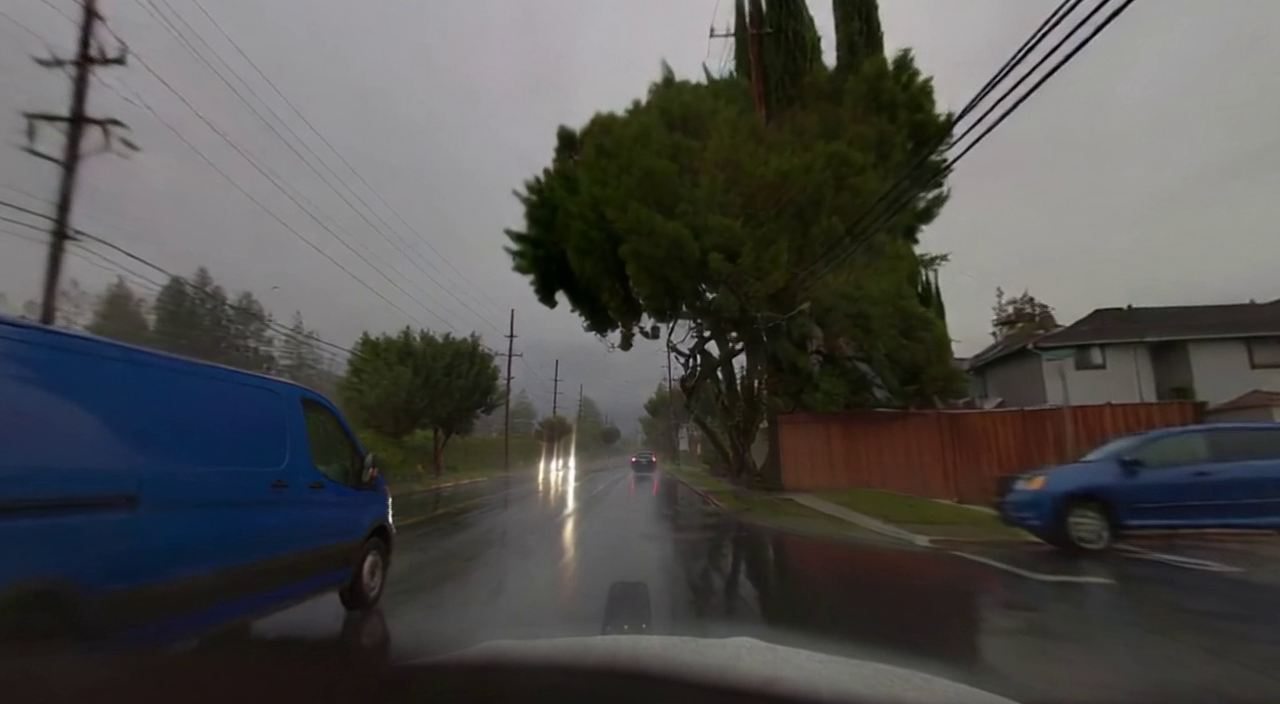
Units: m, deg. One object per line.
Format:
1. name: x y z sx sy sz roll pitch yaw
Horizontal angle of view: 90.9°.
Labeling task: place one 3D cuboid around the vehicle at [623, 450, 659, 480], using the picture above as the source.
1. vehicle: 0.075 7.103 39.831 2.120 1.718 3.909 0 -9 1

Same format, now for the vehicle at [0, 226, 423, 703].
1. vehicle: -3.431 0.848 3.534 2.336 2.152 5.866 0 -9 0

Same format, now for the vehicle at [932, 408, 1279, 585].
1. vehicle: 6.526 1.610 7.540 5.012 1.711 2.457 -5 -8 15
